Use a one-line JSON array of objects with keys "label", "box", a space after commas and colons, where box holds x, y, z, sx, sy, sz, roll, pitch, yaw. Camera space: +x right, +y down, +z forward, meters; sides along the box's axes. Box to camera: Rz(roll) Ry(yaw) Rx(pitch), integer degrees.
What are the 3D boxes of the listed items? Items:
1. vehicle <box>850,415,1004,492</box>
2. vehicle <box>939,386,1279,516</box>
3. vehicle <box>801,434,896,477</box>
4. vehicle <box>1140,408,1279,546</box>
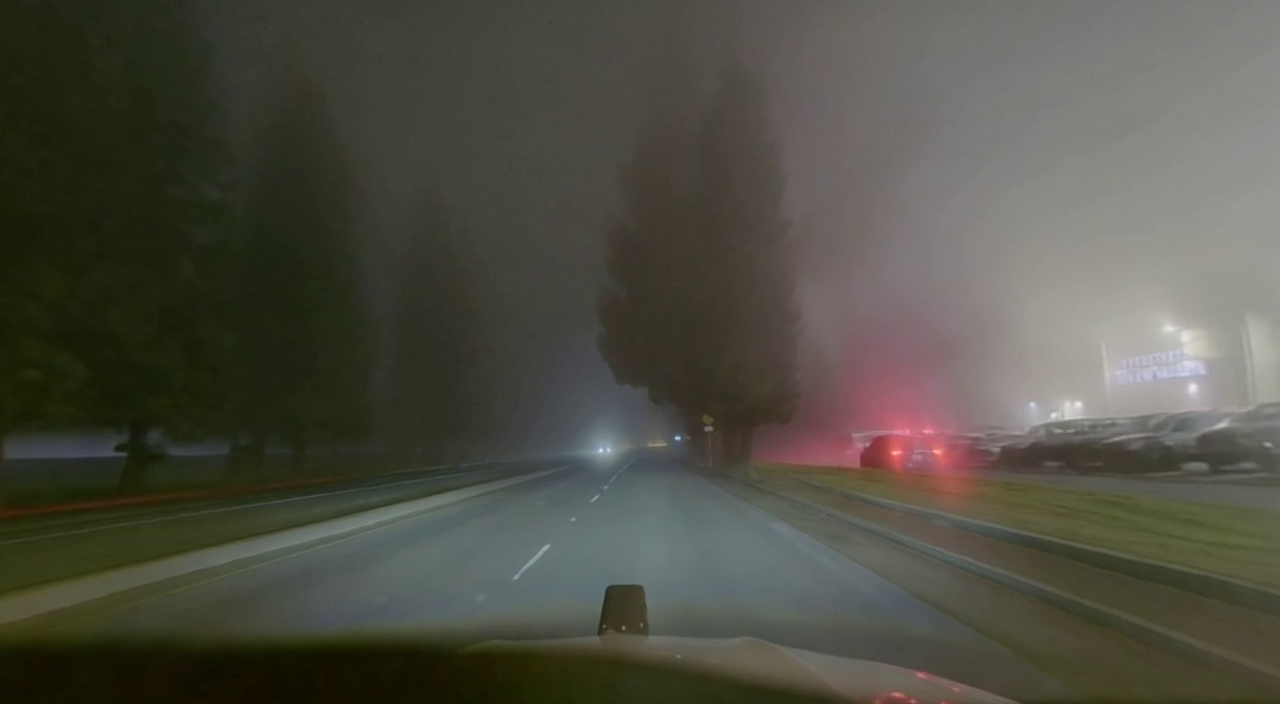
[{"label": "vehicle", "box": [8.144, 2.951, 18.533, 2.235, 1.899, 4.827, -1, -8, 0]}, {"label": "vehicle", "box": [7.823, 1.829, 11.498, 2.043, 1.791, 5.339, 0, -10, -1]}, {"label": "vehicle", "box": [8.096, 4.072, 25.029, 1.993, 1.476, 4.821, 0, -8, -2]}, {"label": "vehicle", "box": [7.873, 1.229, 6.145, 2.056, 1.449, 4.679, -1, -8, -1]}]
